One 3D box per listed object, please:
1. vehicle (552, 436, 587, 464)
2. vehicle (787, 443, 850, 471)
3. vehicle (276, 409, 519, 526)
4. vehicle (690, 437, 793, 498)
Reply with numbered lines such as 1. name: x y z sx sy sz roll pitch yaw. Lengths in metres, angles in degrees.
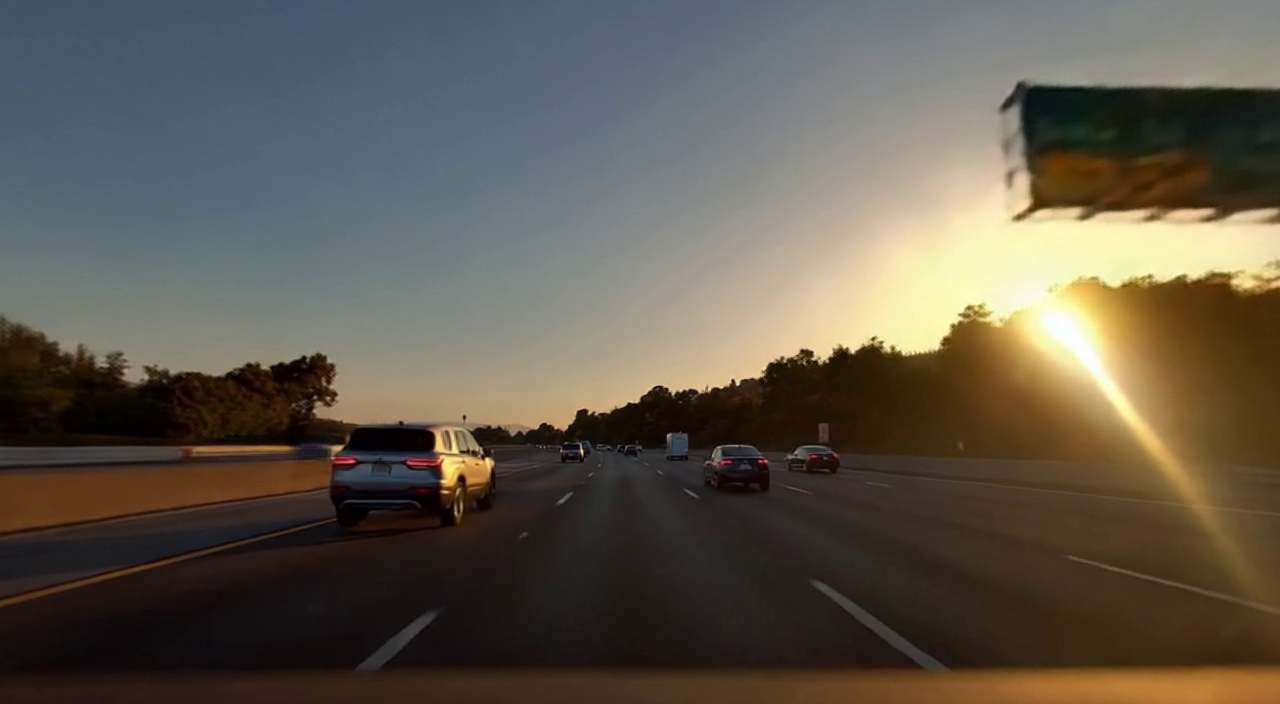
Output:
1. vehicle: -4.902 6.920 44.485 2.149 1.843 4.348 1 -9 -2
2. vehicle: 10.108 5.977 36.111 2.105 1.496 4.393 0 -8 -3
3. vehicle: -4.425 2.273 13.024 2.684 1.839 5.803 0 -8 0
4. vehicle: 2.739 3.258 18.183 2.053 1.510 4.400 0 -8 -2
